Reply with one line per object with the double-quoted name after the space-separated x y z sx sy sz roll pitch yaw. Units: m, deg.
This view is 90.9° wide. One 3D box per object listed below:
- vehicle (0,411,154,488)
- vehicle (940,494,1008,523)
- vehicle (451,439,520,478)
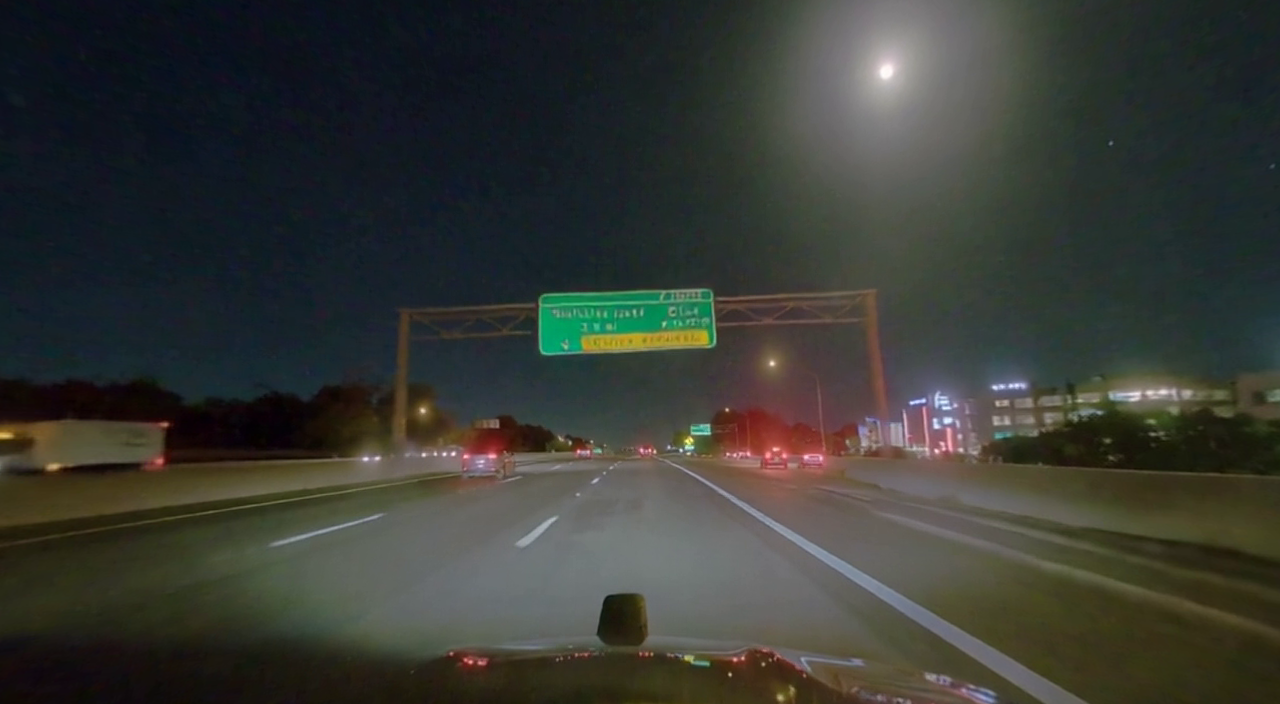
-32.213 5.346 34.651 2.906 3.623 9.852 0 -9 1 "vehicle"
22.246 10.424 42.193 1.790 1.475 4.520 1 -9 -4 "vehicle"
-7.187 4.980 29.769 2.088 1.678 4.426 0 -9 0 "vehicle"
